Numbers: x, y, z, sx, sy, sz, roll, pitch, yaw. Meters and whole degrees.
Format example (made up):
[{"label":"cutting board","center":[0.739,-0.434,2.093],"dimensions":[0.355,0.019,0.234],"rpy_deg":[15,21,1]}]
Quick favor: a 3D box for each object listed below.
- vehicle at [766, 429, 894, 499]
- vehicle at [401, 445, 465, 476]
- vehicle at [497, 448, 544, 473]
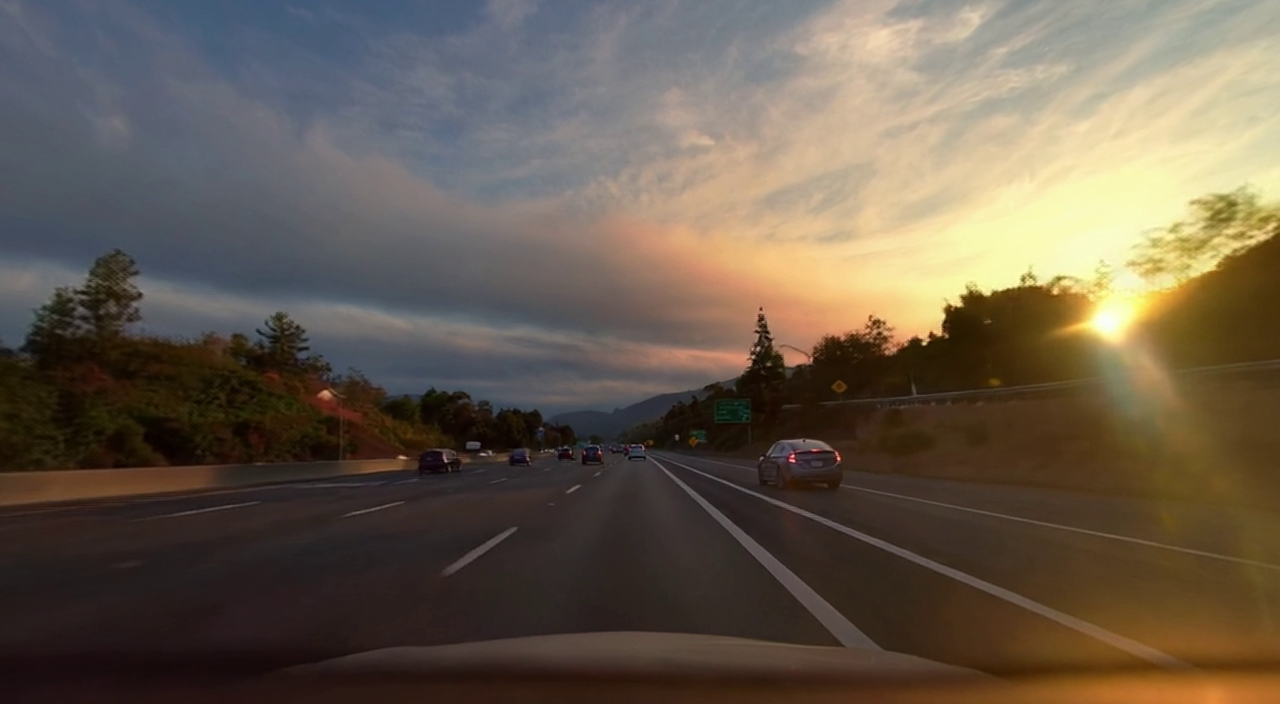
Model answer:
[{"label":"vehicle","center":[5.494,3.328,19.045],"dimensions":[2.259,1.816,4.862],"rpy_deg":[0,-9,-1]},{"label":"vehicle","center":[-11.605,6.108,35.645],"dimensions":[2.107,1.628,4.446],"rpy_deg":[0,-9,0]},{"label":"vehicle","center":[-7.561,6.884,40.284],"dimensions":[2.071,1.486,4.703],"rpy_deg":[0,-9,0]}]
